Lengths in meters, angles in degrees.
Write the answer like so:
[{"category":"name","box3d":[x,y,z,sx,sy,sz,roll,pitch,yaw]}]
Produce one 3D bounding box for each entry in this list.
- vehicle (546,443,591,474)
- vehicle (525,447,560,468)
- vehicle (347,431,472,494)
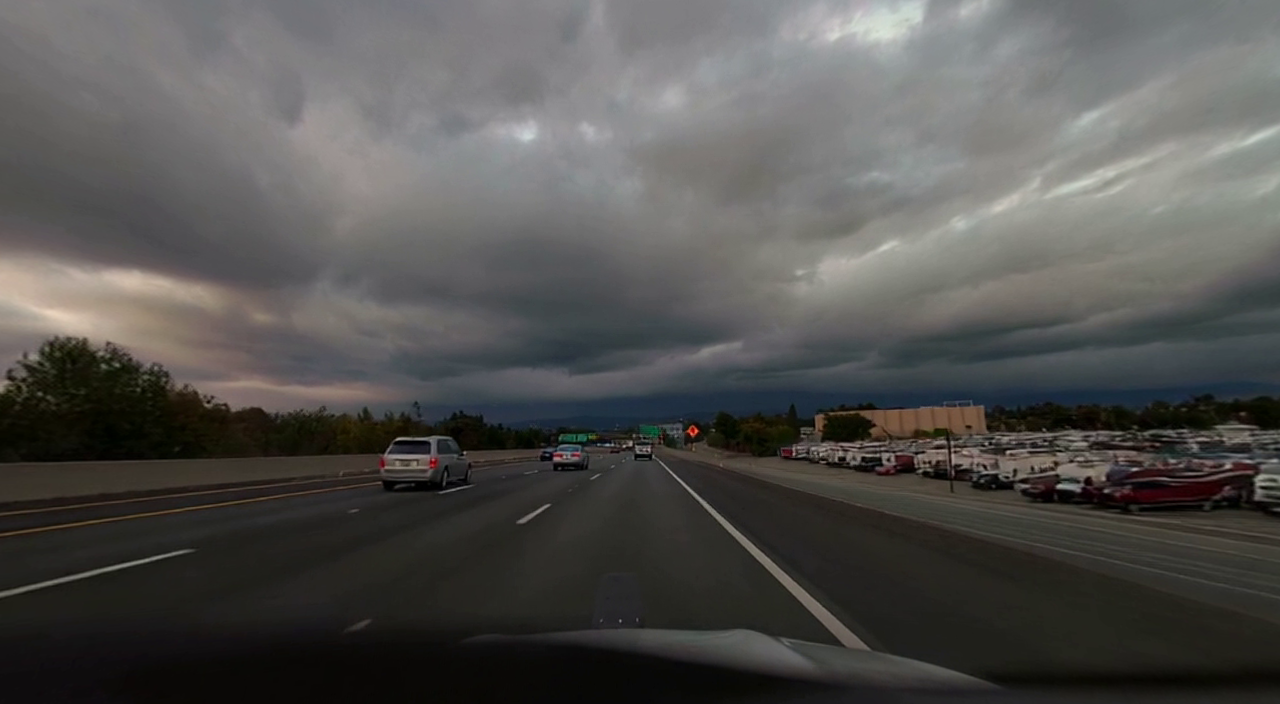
[{"category":"vehicle","box3d":[-4.018,6.062,36.125,2.070,1.665,4.213,0,-9,1]},{"category":"vehicle","box3d":[-7.526,8.128,48.785,1.991,1.538,4.360,0,-9,0]},{"category":"vehicle","box3d":[-7.559,3.684,21.383,2.159,1.807,5.422,0,-9,0]}]
